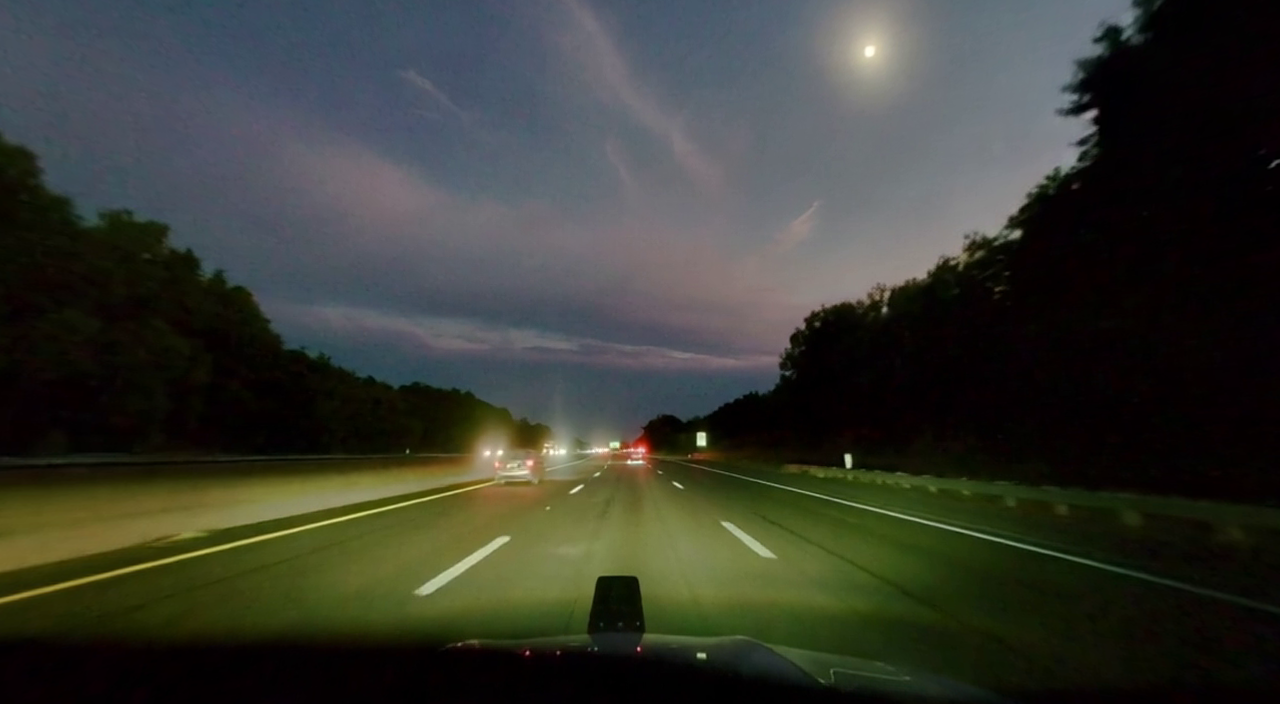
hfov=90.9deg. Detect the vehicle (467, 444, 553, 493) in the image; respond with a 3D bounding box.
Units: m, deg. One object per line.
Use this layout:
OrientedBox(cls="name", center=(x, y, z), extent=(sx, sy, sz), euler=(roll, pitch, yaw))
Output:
OrientedBox(cls="vehicle", center=(-4.340, 3.964, 21.814), extent=(2.022, 1.513, 4.613), euler=(0, -9, 0))
